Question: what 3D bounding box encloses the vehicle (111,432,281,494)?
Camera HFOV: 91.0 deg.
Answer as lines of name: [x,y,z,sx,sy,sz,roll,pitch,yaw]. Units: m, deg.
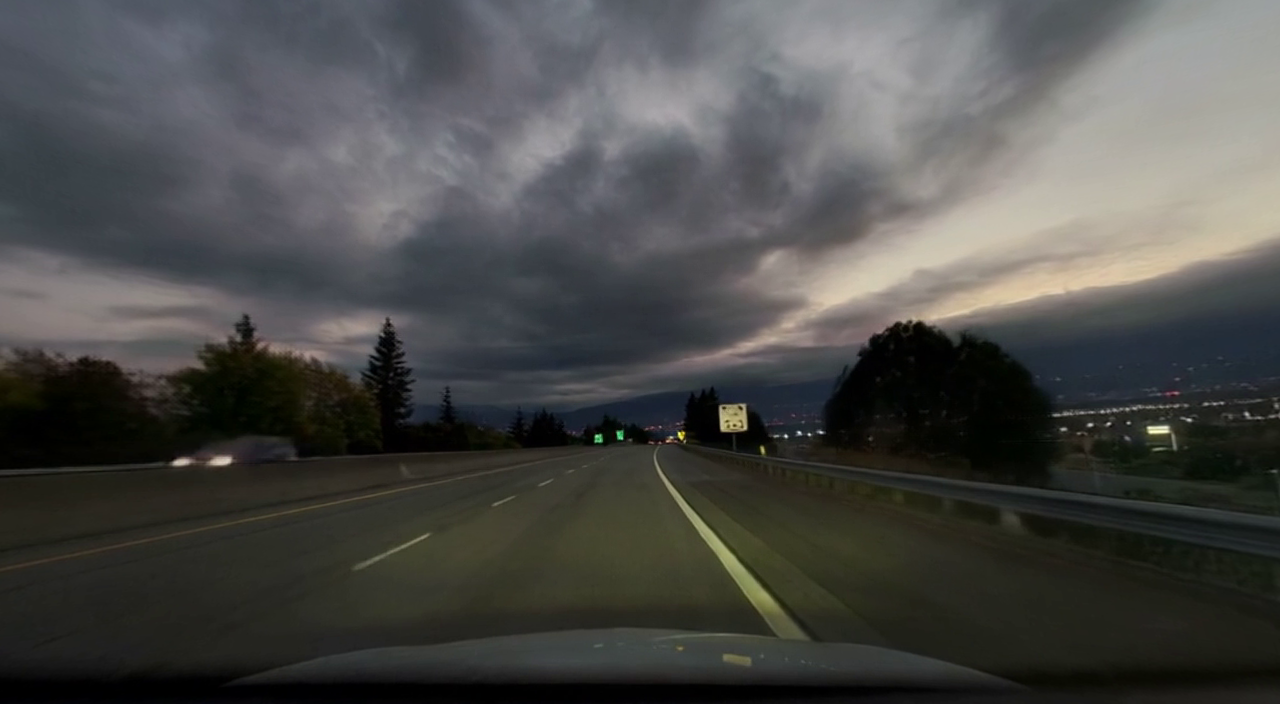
vehicle: [-14.180,3.538,20.571,2.097,1.750,4.773,0,-8,-1]
